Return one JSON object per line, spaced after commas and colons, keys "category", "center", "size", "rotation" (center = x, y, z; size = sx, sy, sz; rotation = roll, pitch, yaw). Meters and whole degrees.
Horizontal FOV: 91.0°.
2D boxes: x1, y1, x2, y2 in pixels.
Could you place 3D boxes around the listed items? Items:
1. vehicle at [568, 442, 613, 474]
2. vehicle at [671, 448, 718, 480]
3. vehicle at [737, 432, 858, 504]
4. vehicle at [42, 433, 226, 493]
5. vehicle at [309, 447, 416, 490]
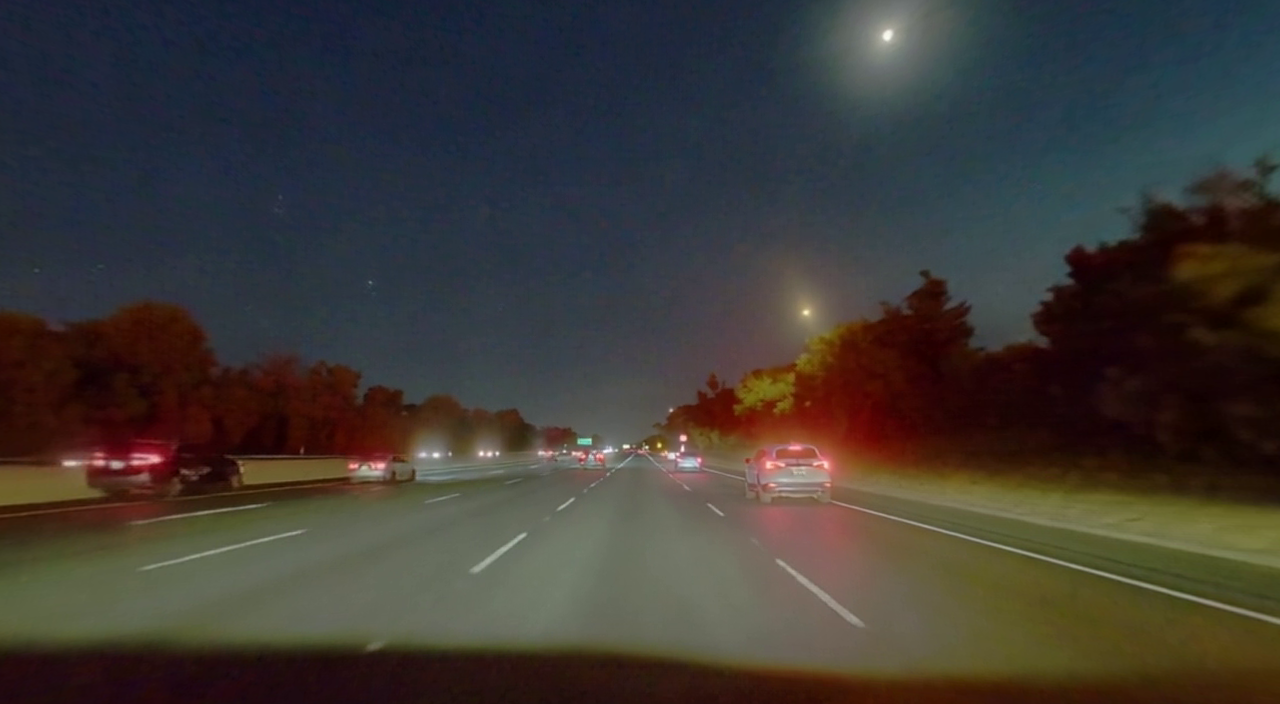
{"category": "vehicle", "center": [-3.061, 6.735, 40.238], "size": [2.449, 1.929, 5.503], "rotation": [0, -9, 0]}
{"category": "vehicle", "center": [2.785, 5.846, 33.240], "size": [2.126, 1.529, 4.438], "rotation": [0, -9, 1]}
{"category": "vehicle", "center": [4.298, 3.273, 18.156], "size": [2.218, 1.776, 4.807], "rotation": [0, -9, 0]}
{"category": "vehicle", "center": [-16.924, 3.730, 21.502], "size": [2.181, 1.819, 4.830], "rotation": [0, -9, 1]}
{"category": "vehicle", "center": [-10.515, 4.422, 24.331], "size": [1.974, 1.472, 4.684], "rotation": [0, -9, 0]}
